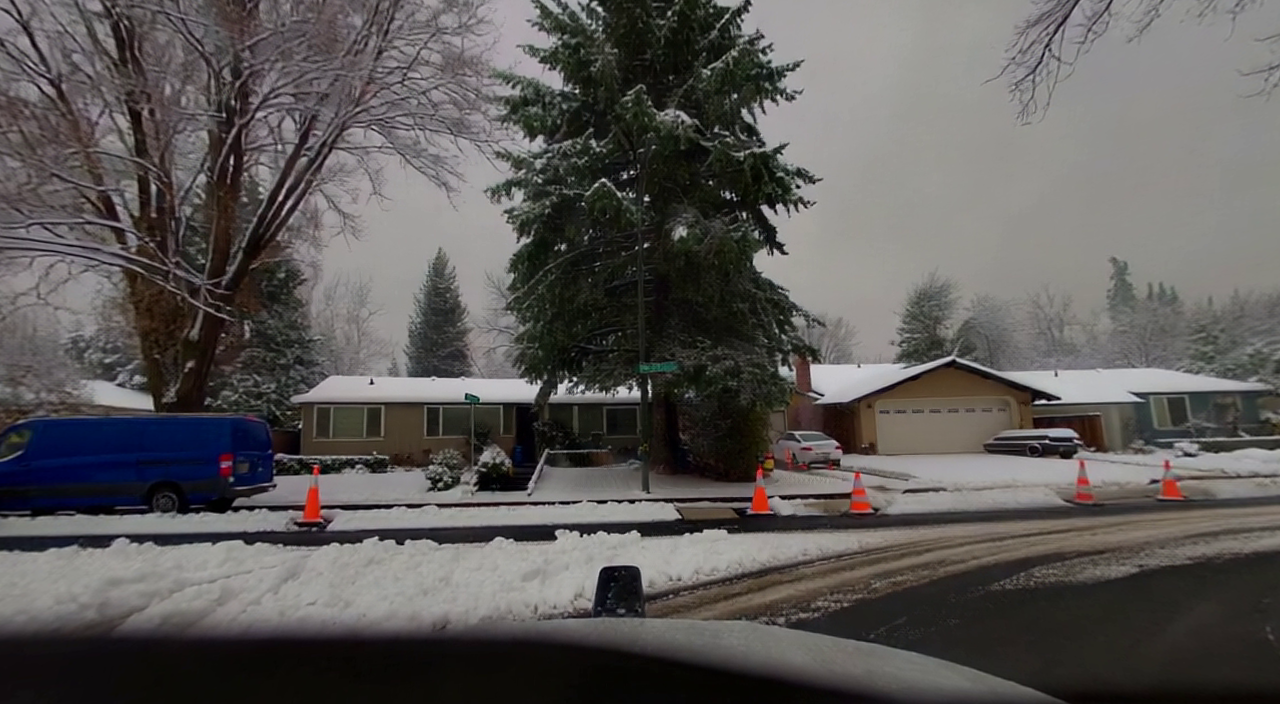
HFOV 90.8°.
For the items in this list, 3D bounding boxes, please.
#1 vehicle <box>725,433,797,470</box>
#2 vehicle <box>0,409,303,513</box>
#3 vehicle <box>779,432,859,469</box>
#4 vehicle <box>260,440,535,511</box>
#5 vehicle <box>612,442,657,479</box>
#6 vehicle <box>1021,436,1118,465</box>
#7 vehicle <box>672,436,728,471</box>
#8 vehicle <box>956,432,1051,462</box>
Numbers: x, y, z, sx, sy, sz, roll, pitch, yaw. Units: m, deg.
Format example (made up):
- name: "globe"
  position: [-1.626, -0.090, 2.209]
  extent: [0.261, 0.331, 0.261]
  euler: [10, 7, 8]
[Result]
- name: "vehicle"
  position: [5.346, 4.463, 28.499]
  extent: [2.007, 1.555, 4.204]
  euler: [1, -8, -7]
- name: "vehicle"
  position: [-14.067, 3.045, 17.448]
  extent: [7.824, 2.323, 2.863]
  euler: [-3, -10, -2]
- name: "vehicle"
  position: [8.061, 4.496, 28.938]
  extent: [1.893, 1.529, 4.422]
  euler: [1, -8, -7]
- name: "vehicle"
  position: [-6.452, 3.395, 17.857]
  extent: [6.643, 1.777, 2.925]
  euler: [1, -8, -5]
- name: "vehicle"
  position: [-0.305, 4.756, 27.929]
  extent: [1.648, 1.430, 3.654]
  euler: [4, -8, -4]
- name: "vehicle"
  position: [22.770, 5.221, 33.549]
  extent: [3.863, 1.453, 1.826]
  euler: [1, -8, -5]
- name: "vehicle"
  position: [2.595, 4.533, 28.356]
  extent: [1.745, 1.461, 4.074]
  euler: [1, -8, -6]
- name: "vehicle"
  position: [23.826, 6.238, 41.549]
  extent: [4.984, 1.912, 2.132]
  euler: [1, -8, -6]
